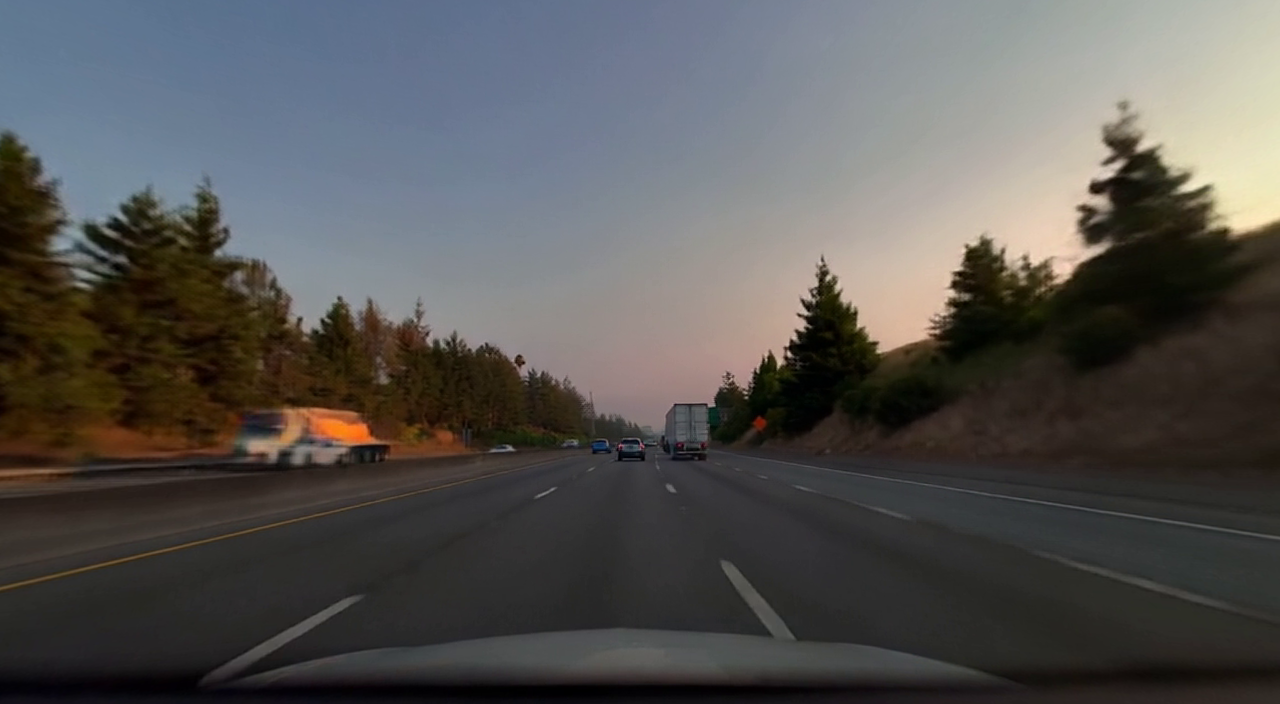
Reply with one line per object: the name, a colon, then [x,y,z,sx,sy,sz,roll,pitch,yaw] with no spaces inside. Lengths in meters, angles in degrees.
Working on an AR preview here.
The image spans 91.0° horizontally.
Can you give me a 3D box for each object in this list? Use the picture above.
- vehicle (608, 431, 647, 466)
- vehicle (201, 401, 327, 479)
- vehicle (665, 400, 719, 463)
vehicle: [-0.694,5.770,37.612,2.211,1.933,4.315,0,-8,1]
vehicle: [-20.329,4.817,34.534,2.980,3.867,5.903,-1,-8,2]
vehicle: [3.691,6.280,48.775,3.005,4.121,14.417,0,-8,0]
